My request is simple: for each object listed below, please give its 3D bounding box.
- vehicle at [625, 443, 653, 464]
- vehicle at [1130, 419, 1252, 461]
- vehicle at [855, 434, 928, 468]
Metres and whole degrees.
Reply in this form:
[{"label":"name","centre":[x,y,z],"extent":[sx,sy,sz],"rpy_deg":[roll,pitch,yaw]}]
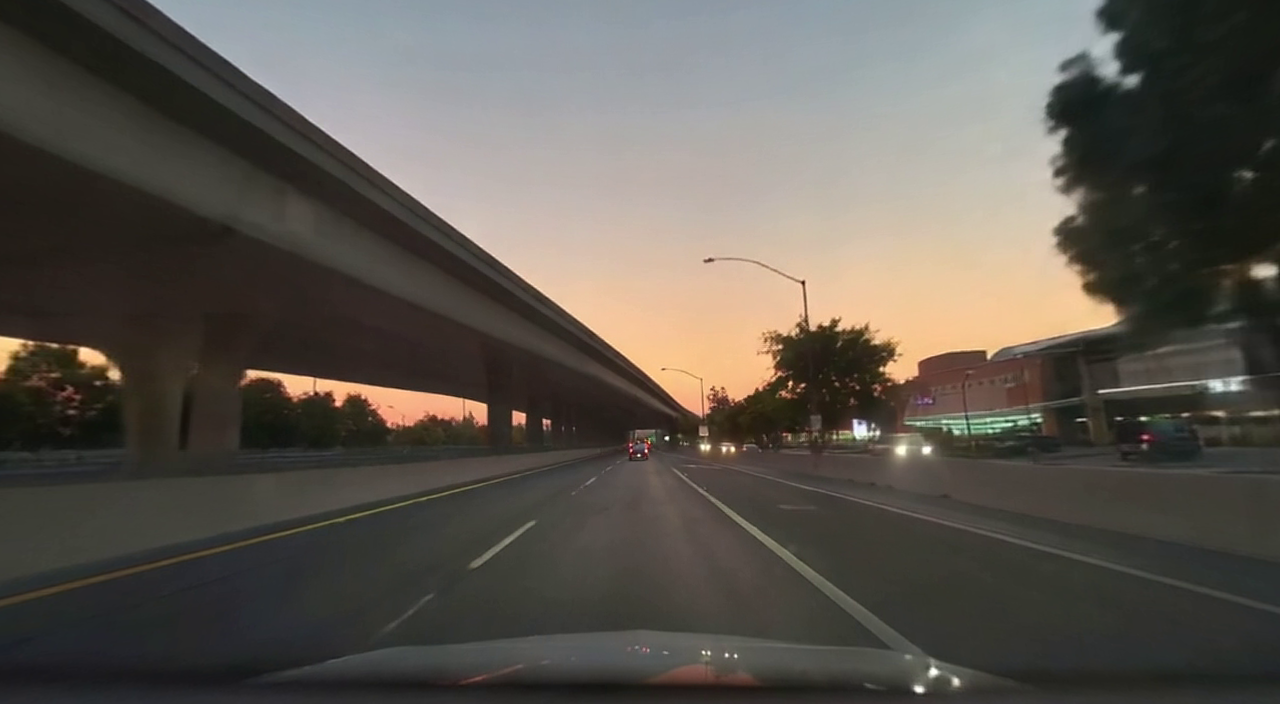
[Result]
[{"label":"vehicle","centre":[-0.117,8.011,49.950],"extent":[2.110,1.555,4.431],"rpy_deg":[0,-9,-1]},{"label":"vehicle","centre":[39.950,6.424,45.772],"extent":[6.500,2.952,2.604],"rpy_deg":[1,-9,-4]},{"label":"vehicle","centre":[15.876,6.313,40.121],"extent":[2.331,1.988,5.665],"rpy_deg":[0,-9,0]}]
